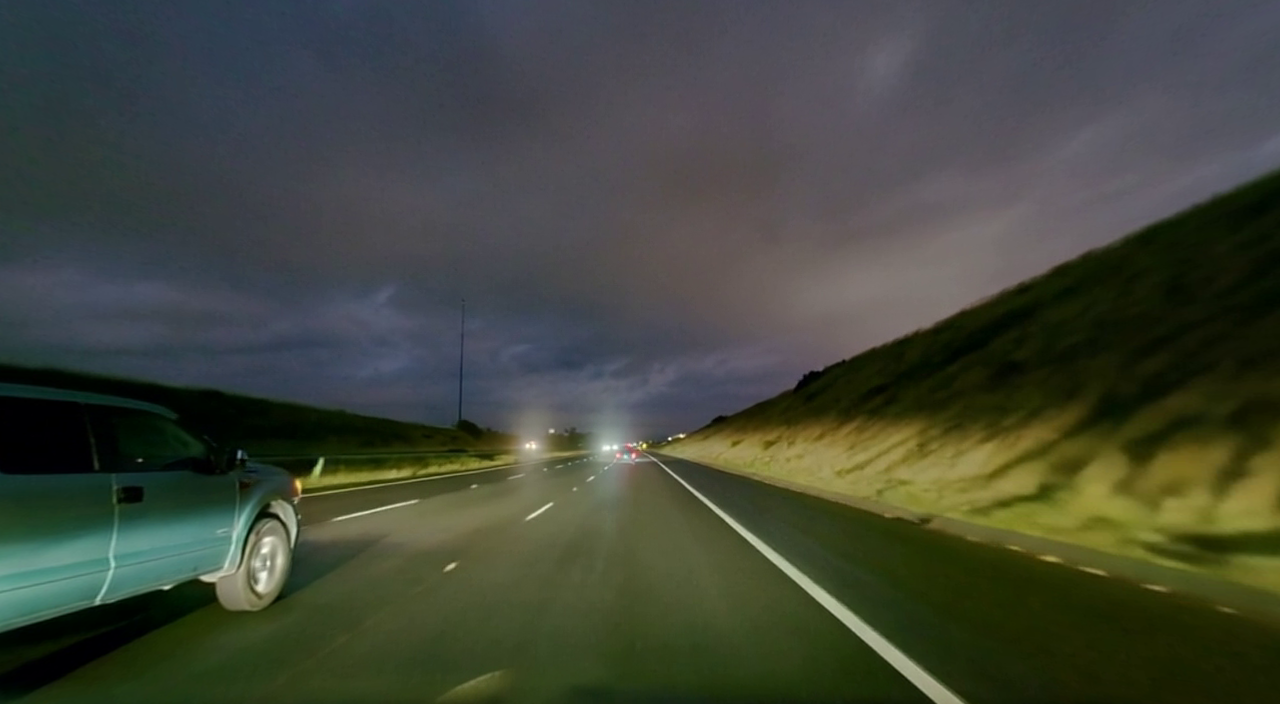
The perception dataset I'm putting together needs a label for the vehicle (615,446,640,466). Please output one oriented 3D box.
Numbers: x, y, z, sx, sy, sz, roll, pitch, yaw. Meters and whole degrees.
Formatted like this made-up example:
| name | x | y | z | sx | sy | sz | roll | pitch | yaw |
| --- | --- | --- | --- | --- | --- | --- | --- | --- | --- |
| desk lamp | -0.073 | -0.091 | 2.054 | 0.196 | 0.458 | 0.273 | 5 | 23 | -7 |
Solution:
| name | x | y | z | sx | sy | sz | roll | pitch | yaw |
| --- | --- | --- | --- | --- | --- | --- | --- | --- | --- |
| vehicle | -0.947 | 8.090 | 49.206 | 1.891 | 1.456 | 3.806 | 0 | -9 | 0 |
